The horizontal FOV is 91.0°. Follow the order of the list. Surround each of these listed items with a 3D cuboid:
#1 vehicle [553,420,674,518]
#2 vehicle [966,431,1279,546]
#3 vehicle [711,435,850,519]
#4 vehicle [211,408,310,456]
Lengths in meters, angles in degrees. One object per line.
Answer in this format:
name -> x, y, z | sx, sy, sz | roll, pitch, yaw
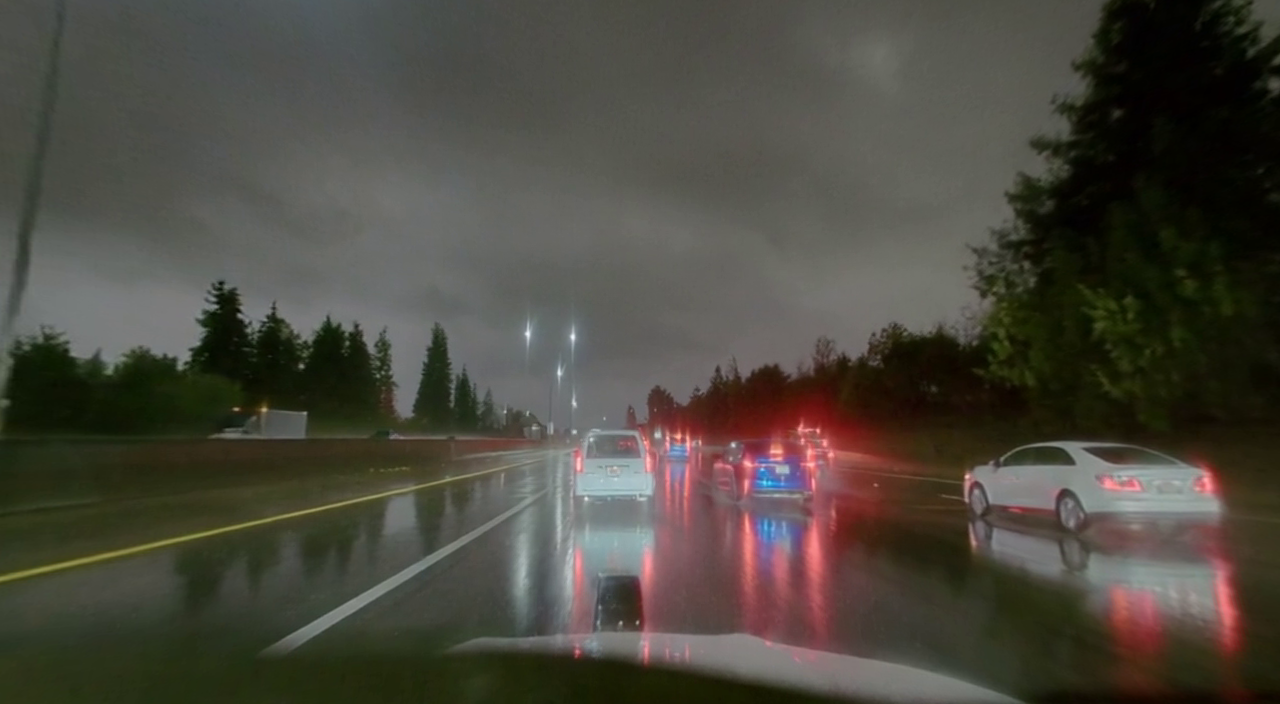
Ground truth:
vehicle -> -0.524, 2.412, 13.393 | 2.181, 1.728, 3.970 | 1, -9, -2
vehicle -> 8.469, 2.347, 11.579 | 2.106, 1.641, 4.671 | 1, -9, -5
vehicle -> 2.858, 2.663, 13.903 | 1.975, 1.532, 4.227 | 1, -9, -2
vehicle -> -27.770, 5.999, 46.553 | 2.876, 3.193, 7.305 | 1, -9, -2
